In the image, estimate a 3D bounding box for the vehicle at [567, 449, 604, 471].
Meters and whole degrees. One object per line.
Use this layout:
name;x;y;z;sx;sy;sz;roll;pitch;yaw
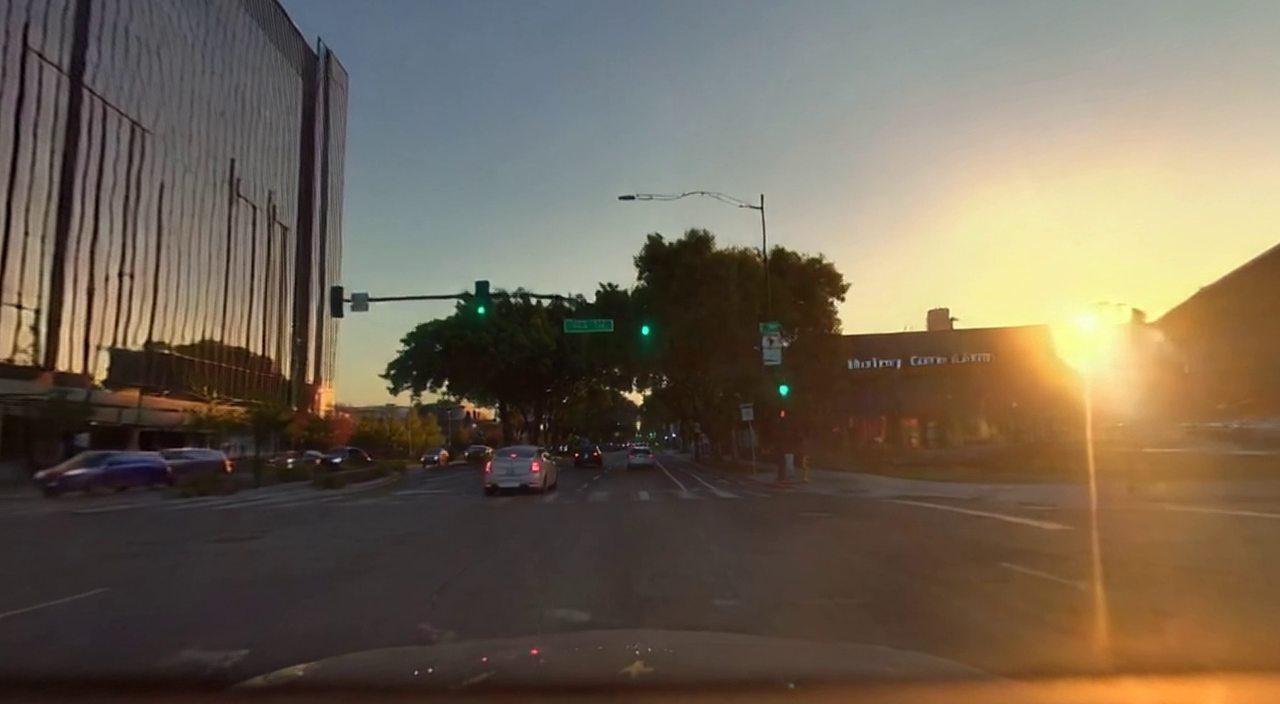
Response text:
vehicle;-3.679;7.360;43.353;2.088;1.430;4.482;0;-9;0

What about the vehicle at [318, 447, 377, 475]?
vehicle;-20.525;7.615;44.490;2.068;1.848;4.247;0;-9;0

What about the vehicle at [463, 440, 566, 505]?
vehicle;-3.246;3.201;17.175;1.983;1.545;3.773;0;-9;0

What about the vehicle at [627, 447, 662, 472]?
vehicle;0.254;6.925;40.843;2.102;1.482;4.125;0;-9;0

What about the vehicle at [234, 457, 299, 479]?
vehicle;-26.728;8.280;45.408;1.972;1.436;4.502;0;-9;0

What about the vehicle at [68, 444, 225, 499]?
vehicle;-17.228;4.151;22.420;1.926;1.711;4.516;0;-9;-1
